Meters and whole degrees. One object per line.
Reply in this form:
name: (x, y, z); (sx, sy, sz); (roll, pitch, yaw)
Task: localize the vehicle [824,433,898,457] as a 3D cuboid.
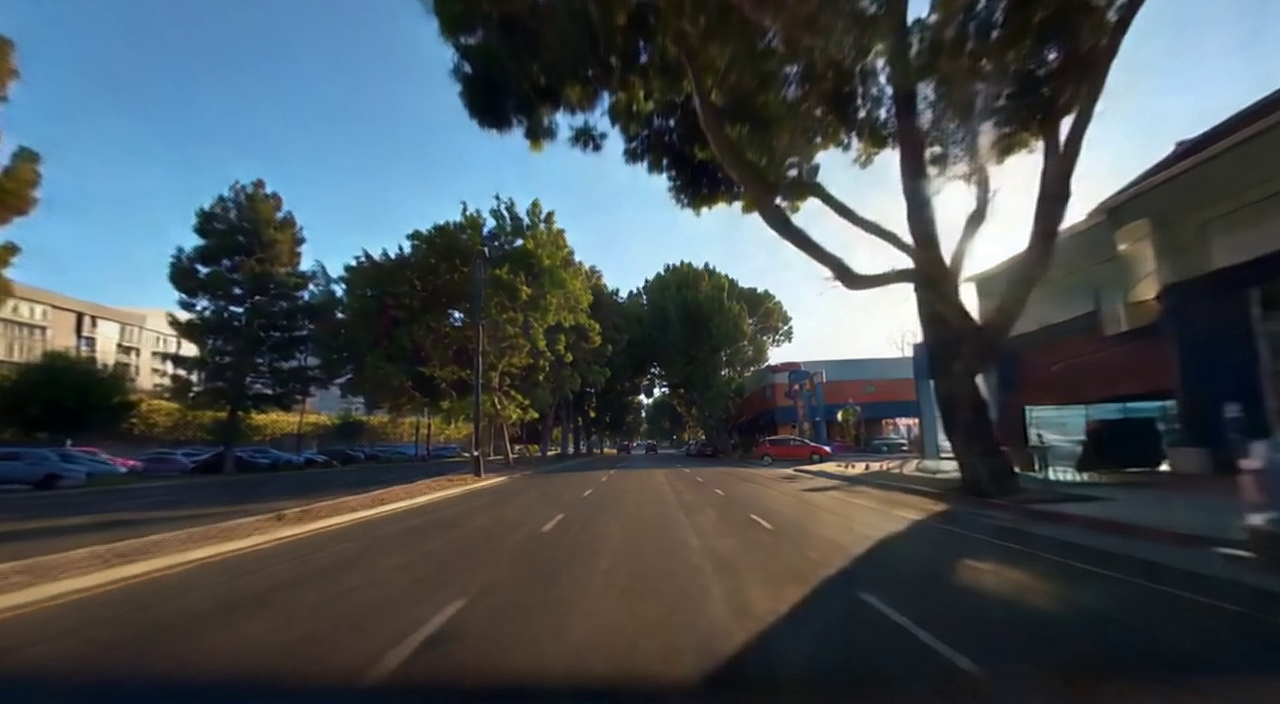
vehicle: (17.082, 7.235, 48.954); (4.897, 1.739, 2.259); (-1, -8, 2)

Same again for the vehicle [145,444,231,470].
vehicle: (-32.250, 7.468, 45.035); (4.557, 1.773, 2.018); (0, -9, 1)

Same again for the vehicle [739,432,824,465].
vehicle: (9.582, 6.568, 42.716); (5.329, 2.114, 2.325); (-3, -9, 19)

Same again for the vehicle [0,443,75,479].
vehicle: (-31.765, 5.394, 31.379); (4.868, 1.673, 2.341); (0, -8, -2)

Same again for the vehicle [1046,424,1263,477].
vehicle: (17.286, 3.337, 21.412); (5.283, 1.646, 2.435); (0, -8, -3)
